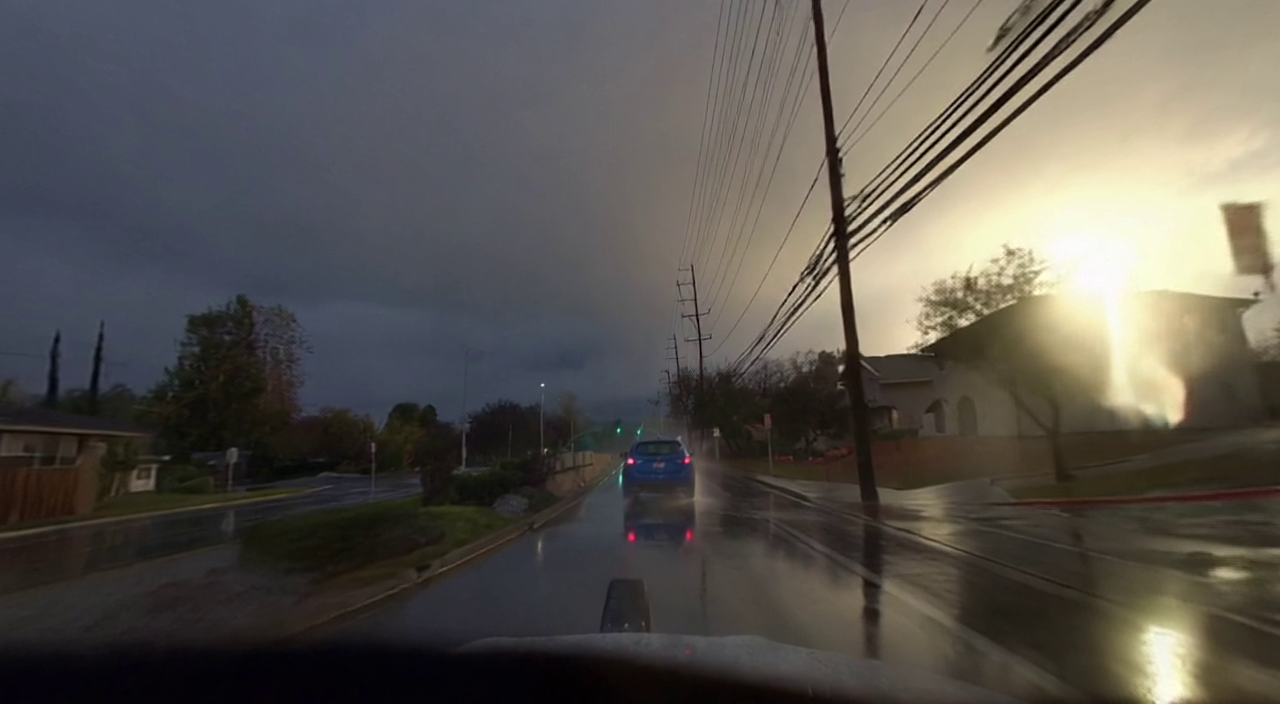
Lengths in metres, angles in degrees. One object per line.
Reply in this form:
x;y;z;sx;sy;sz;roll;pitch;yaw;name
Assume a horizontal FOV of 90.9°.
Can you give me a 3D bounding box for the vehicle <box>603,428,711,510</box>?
0.361;2.709;15.073;2.200;1.653;4.127;0;-8;0;vehicle
